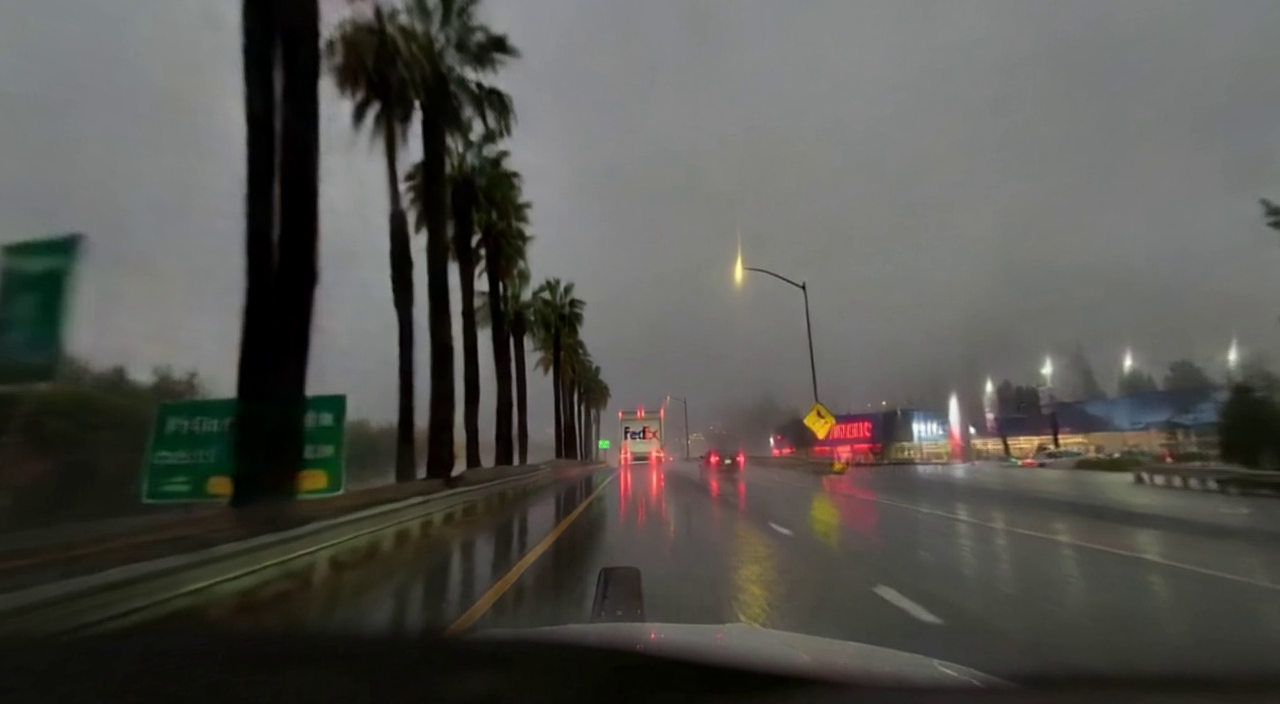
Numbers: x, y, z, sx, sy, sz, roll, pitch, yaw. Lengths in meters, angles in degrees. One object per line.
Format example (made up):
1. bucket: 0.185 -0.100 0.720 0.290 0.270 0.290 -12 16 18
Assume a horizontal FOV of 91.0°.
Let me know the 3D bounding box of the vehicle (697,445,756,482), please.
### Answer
1. vehicle: 3.834 5.008 28.583 1.966 1.558 4.238 0 -9 -1

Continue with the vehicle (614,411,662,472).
1. vehicle: -0.200 6.971 48.910 3.243 4.134 11.656 0 -9 -1
